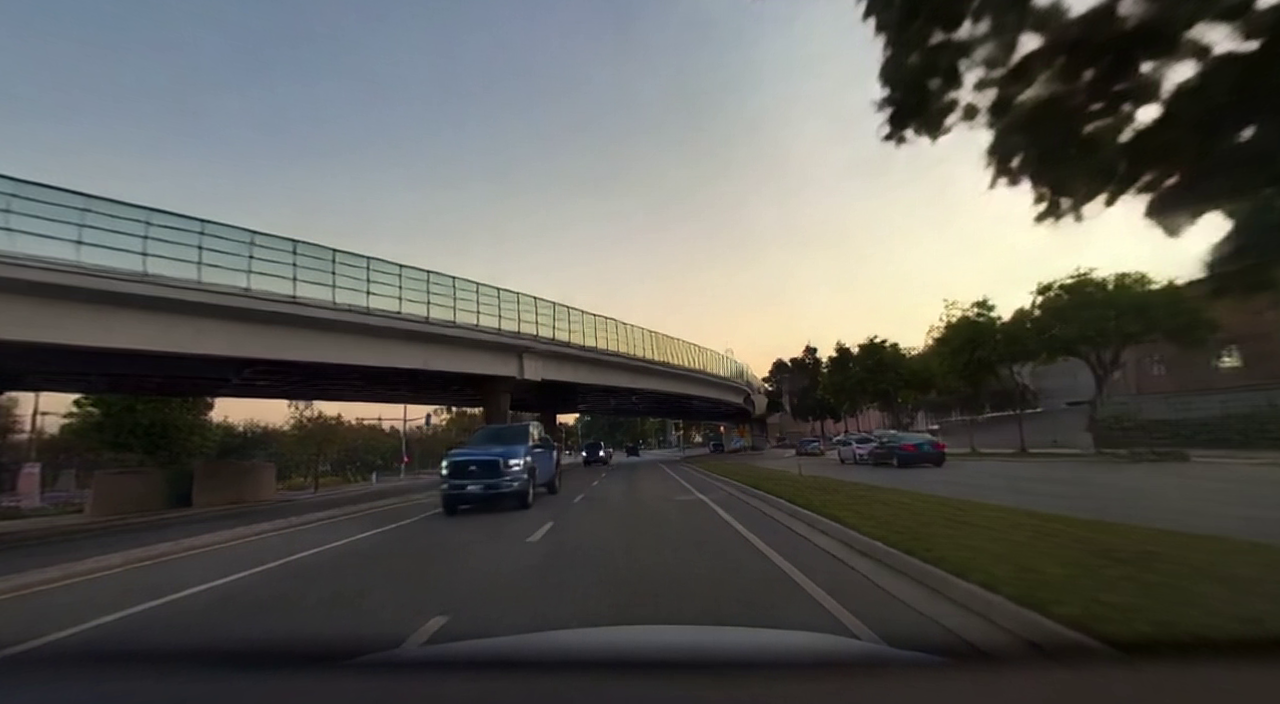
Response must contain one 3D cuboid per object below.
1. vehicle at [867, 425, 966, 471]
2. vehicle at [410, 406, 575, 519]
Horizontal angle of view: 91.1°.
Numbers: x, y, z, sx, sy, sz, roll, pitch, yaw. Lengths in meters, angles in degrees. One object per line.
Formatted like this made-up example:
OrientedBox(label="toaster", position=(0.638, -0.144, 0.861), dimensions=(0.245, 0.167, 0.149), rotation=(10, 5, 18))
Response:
OrientedBox(label="vehicle", position=(11.606, 4.069, 26.766), dimensions=(2.051, 1.534, 4.466), rotation=(-8, -8, -1))
OrientedBox(label="vehicle", position=(-3.721, 2.991, 17.586), dimensions=(2.967, 2.369, 6.635), rotation=(-3, -8, 0))
